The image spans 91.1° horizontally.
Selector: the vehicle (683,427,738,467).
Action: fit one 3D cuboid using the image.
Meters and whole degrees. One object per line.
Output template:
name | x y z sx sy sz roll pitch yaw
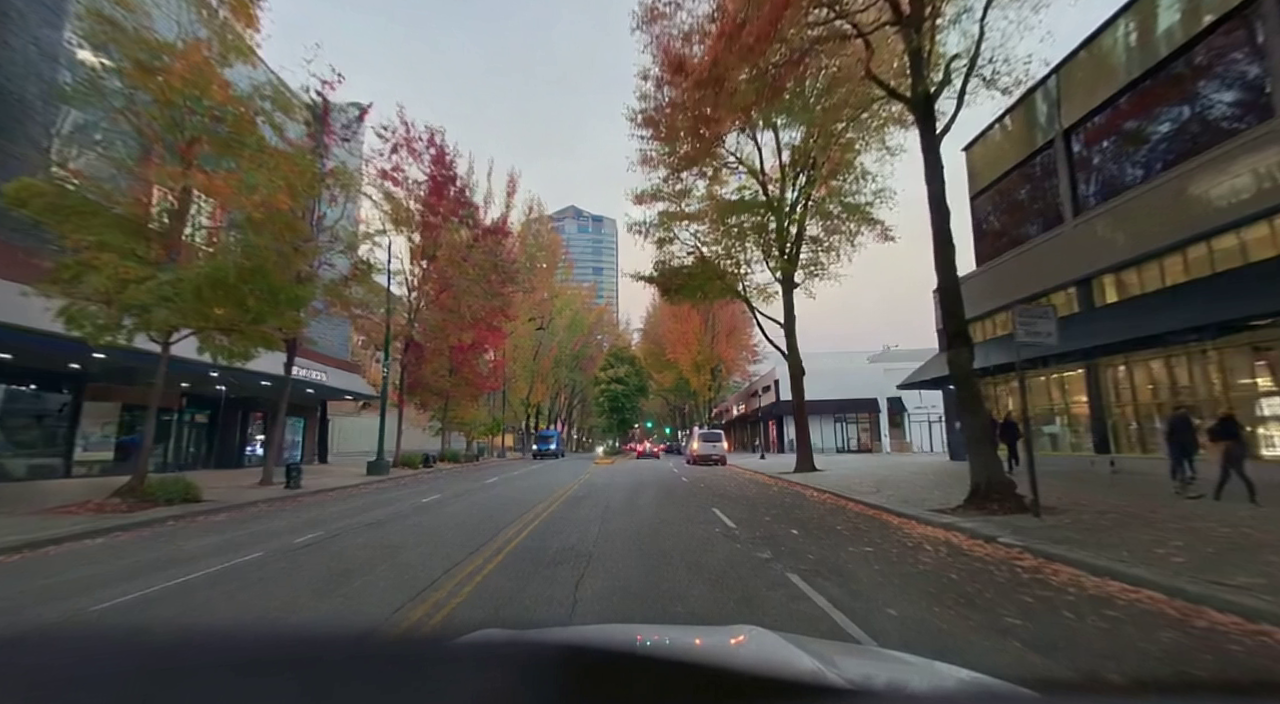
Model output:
vehicle | 3.713 5.126 34.216 2.357 1.986 5.136 0 -8 -1
